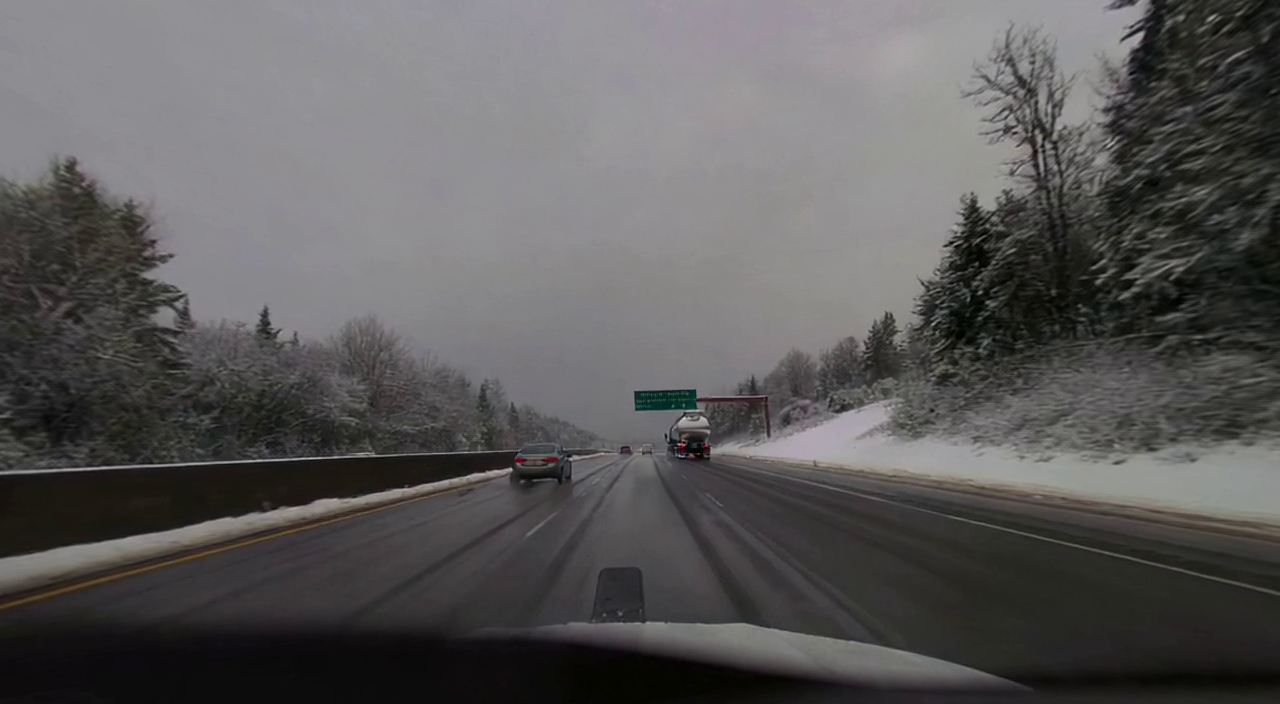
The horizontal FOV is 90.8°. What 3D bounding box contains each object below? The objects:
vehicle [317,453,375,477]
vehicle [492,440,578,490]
[{"bbox_3d":[-19.213,7.375,41.394,1.802,1.477,4.140,0,-9,0],"label":"vehicle"},{"bbox_3d":[-3.330,3.711,20.985,1.986,1.458,4.506,0,-9,1],"label":"vehicle"}]
